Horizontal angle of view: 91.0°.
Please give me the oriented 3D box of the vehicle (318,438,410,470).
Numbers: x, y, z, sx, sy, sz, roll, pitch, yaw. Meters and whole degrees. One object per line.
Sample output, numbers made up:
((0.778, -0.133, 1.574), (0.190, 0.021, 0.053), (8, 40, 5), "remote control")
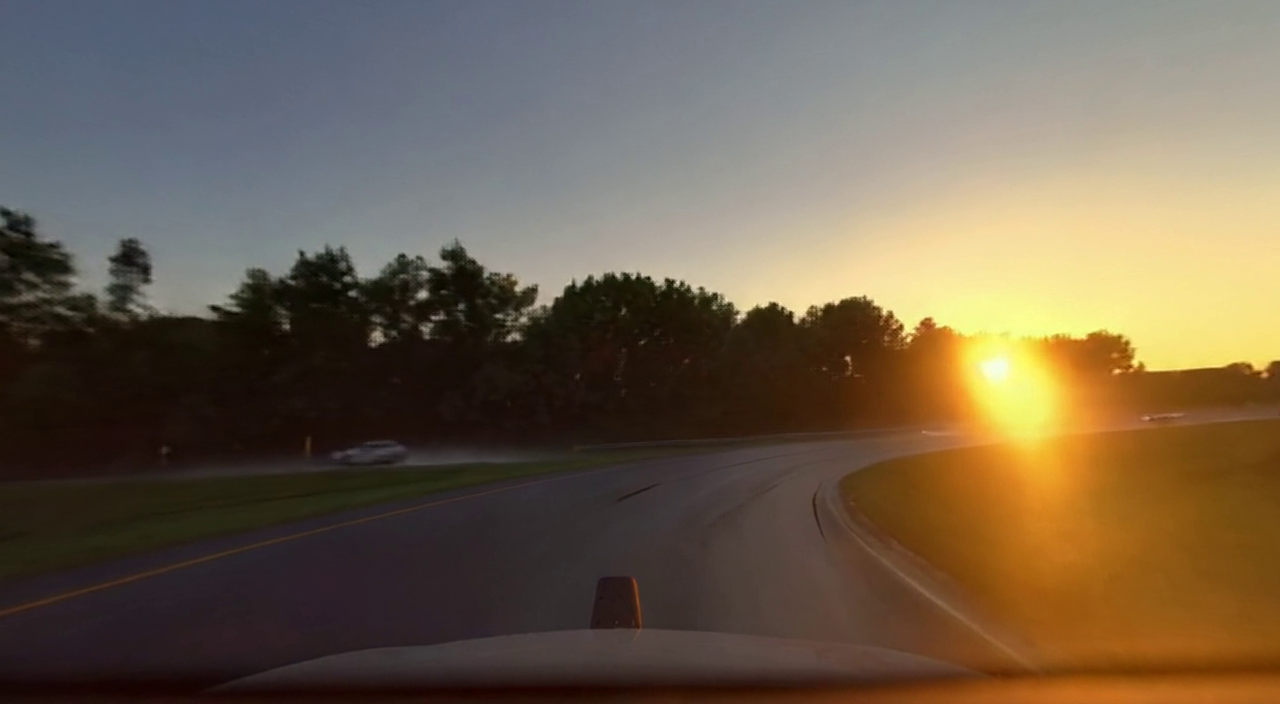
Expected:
((-14.991, 5.530, 34.290), (4.415, 1.617, 1.957), (3, -9, -24), "vehicle")
